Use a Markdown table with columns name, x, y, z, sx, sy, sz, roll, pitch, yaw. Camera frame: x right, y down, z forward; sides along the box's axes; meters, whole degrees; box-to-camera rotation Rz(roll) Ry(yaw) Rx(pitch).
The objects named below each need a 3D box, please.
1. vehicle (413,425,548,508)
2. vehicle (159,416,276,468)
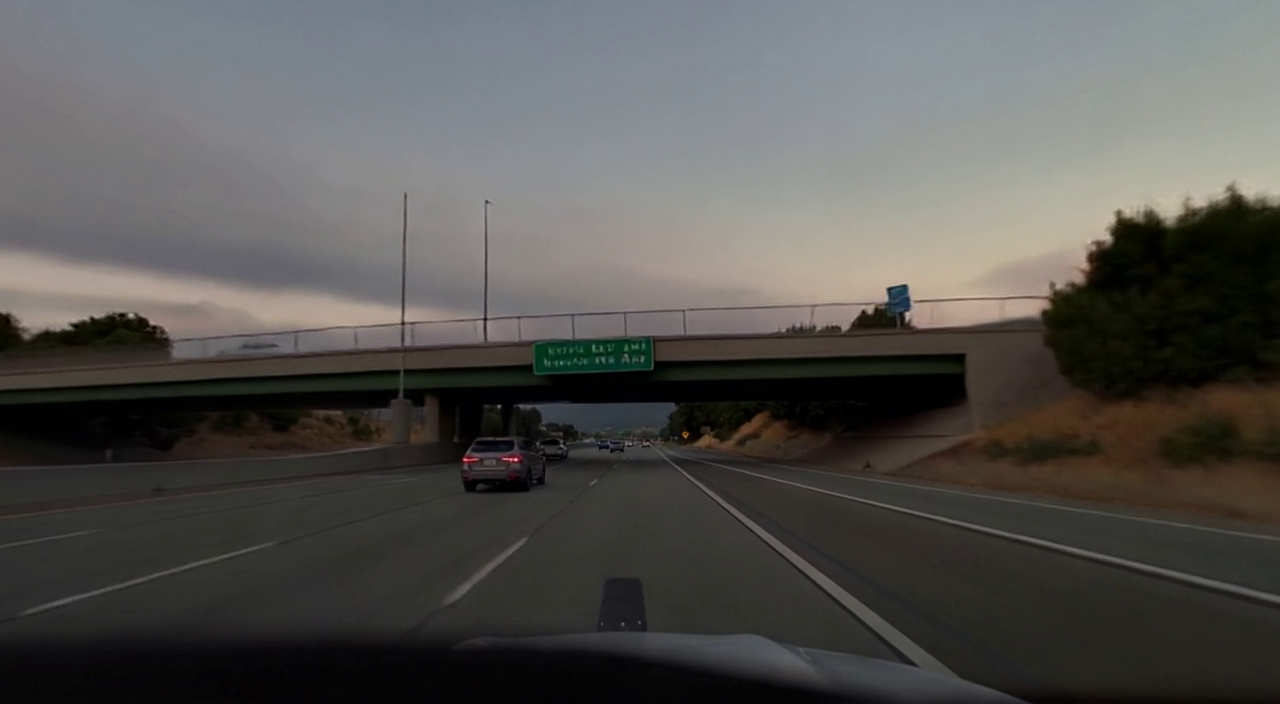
| name | x | y | z | sx | sy | sz | roll | pitch | yaw |
| --- | --- | --- | --- | --- | --- | --- | --- | --- | --- |
| vehicle | -3.653 | 2.713 | 15.303 | 2.048 | 1.705 | 4.384 | 0 | -8 | 1 |
| vehicle | -32.939 | 7.103 | 49.504 | 3.045 | 3.776 | 8.341 | -1 | -8 | 2 |
